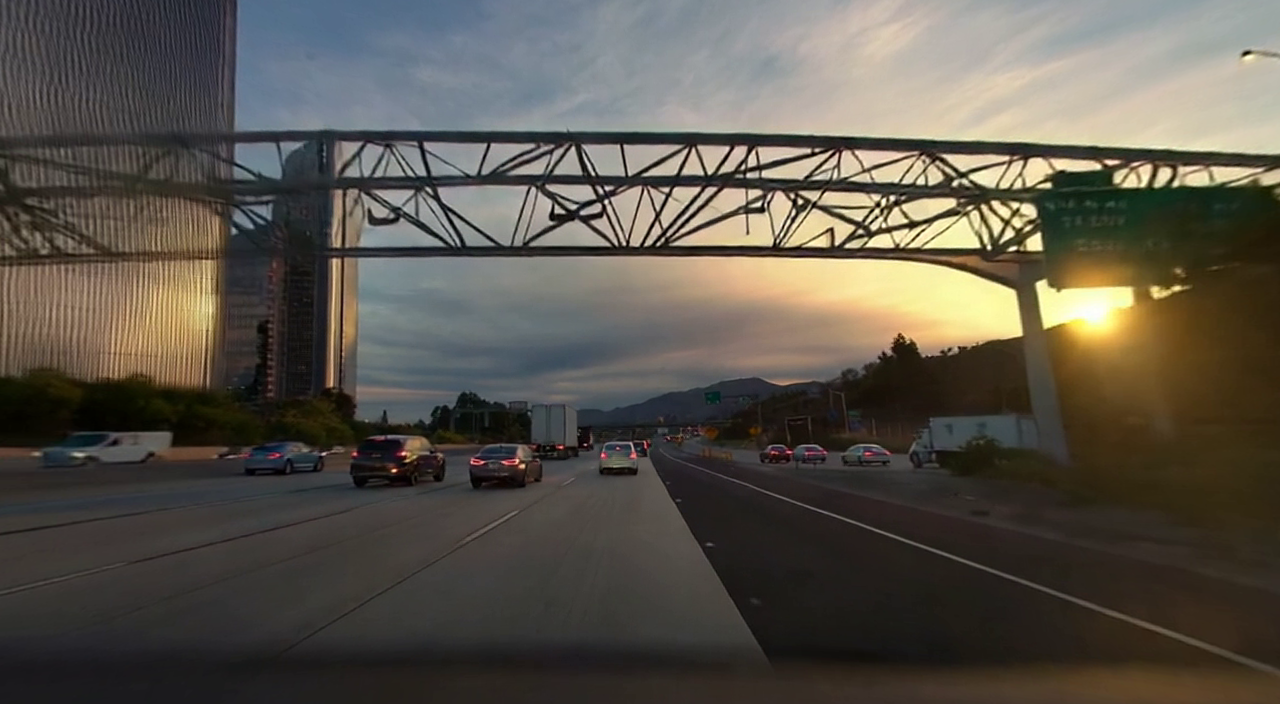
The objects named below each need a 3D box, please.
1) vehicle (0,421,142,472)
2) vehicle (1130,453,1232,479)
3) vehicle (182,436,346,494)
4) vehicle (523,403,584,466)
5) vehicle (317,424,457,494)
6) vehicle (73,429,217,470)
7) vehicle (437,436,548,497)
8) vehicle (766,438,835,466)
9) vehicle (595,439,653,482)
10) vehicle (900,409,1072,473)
[{"bbox_3d":[-30.215,4.965,33.332,2.545,2.415,6.150,0,-8,0],"label":"vehicle"},{"bbox_3d":[32.853,6.918,38.324,4.258,1.498,1.904,0,-8,5],"label":"vehicle"},{"bbox_3d":[-11.007,3.318,18.973,1.987,1.495,4.710,0,-8,1],"label":"vehicle"},{"bbox_3d":[-5.054,5.088,38.270,2.955,3.359,8.322,1,-8,-3],"label":"vehicle"},{"bbox_3d":[-7.455,3.207,19.231,2.190,1.821,4.800,0,-8,1],"label":"vehicle"},{"bbox_3d":[-23.761,4.721,30.633,2.305,1.755,5.757,0,-8,0],"label":"vehicle"},{"bbox_3d":[-4.013,3.176,17.910,2.016,1.497,4.235,0,-8,2],"label":"vehicle"},{"bbox_3d":[12.236,7.643,48.458,2.415,1.972,5.572,3,-9,-19],"label":"vehicle"},{"bbox_3d":[-0.558,4.052,23.808,1.991,1.488,3.922,0,-8,0],"label":"vehicle"},{"bbox_3d":[23.113,6.060,42.727,3.015,3.855,9.519,8,-12,-43],"label":"vehicle"}]
